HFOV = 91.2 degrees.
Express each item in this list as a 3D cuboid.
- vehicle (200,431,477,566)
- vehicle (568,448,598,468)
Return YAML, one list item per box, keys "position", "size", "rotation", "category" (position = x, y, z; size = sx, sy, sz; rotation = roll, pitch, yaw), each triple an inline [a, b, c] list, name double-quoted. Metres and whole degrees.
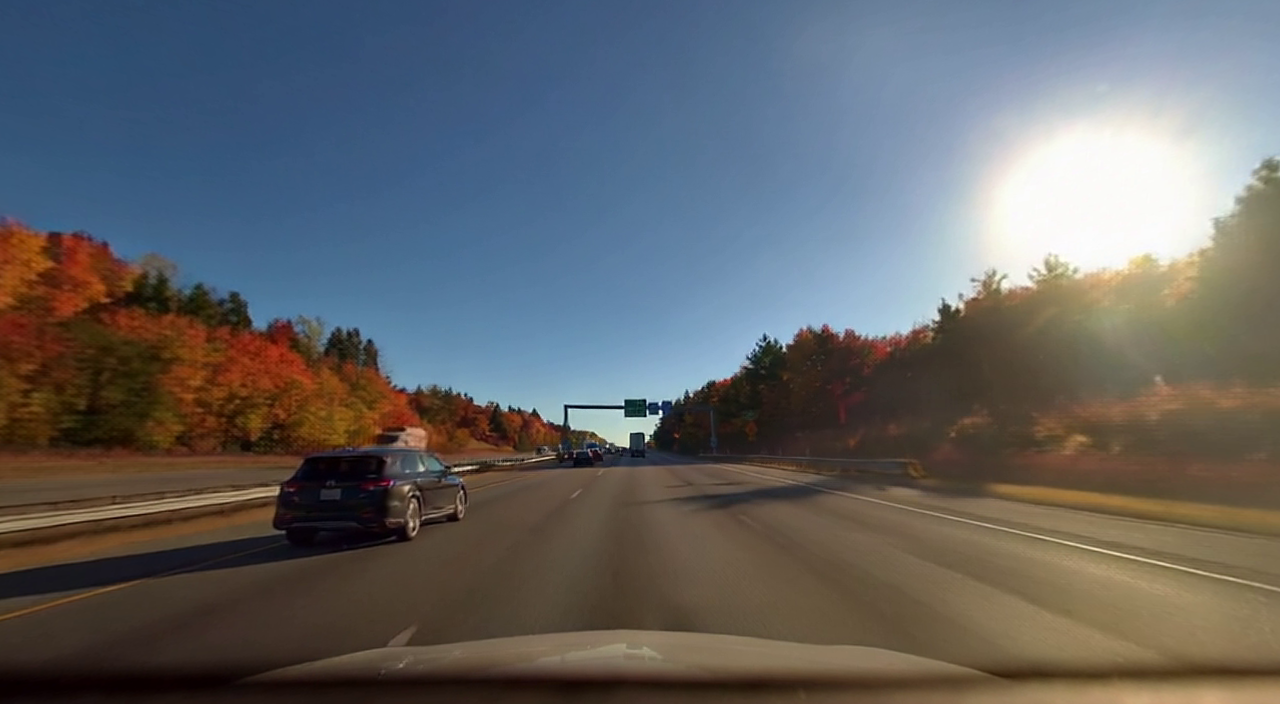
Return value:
- position: [-4.004, 2.005, 9.293]
  size: [2.071, 1.525, 4.058]
  rotation: [0, -9, 0]
  category: "vehicle"
- position: [-4.384, 8.140, 48.396]
  size: [1.963, 1.475, 3.665]
  rotation: [0, -9, 0]
  category: "vehicle"
